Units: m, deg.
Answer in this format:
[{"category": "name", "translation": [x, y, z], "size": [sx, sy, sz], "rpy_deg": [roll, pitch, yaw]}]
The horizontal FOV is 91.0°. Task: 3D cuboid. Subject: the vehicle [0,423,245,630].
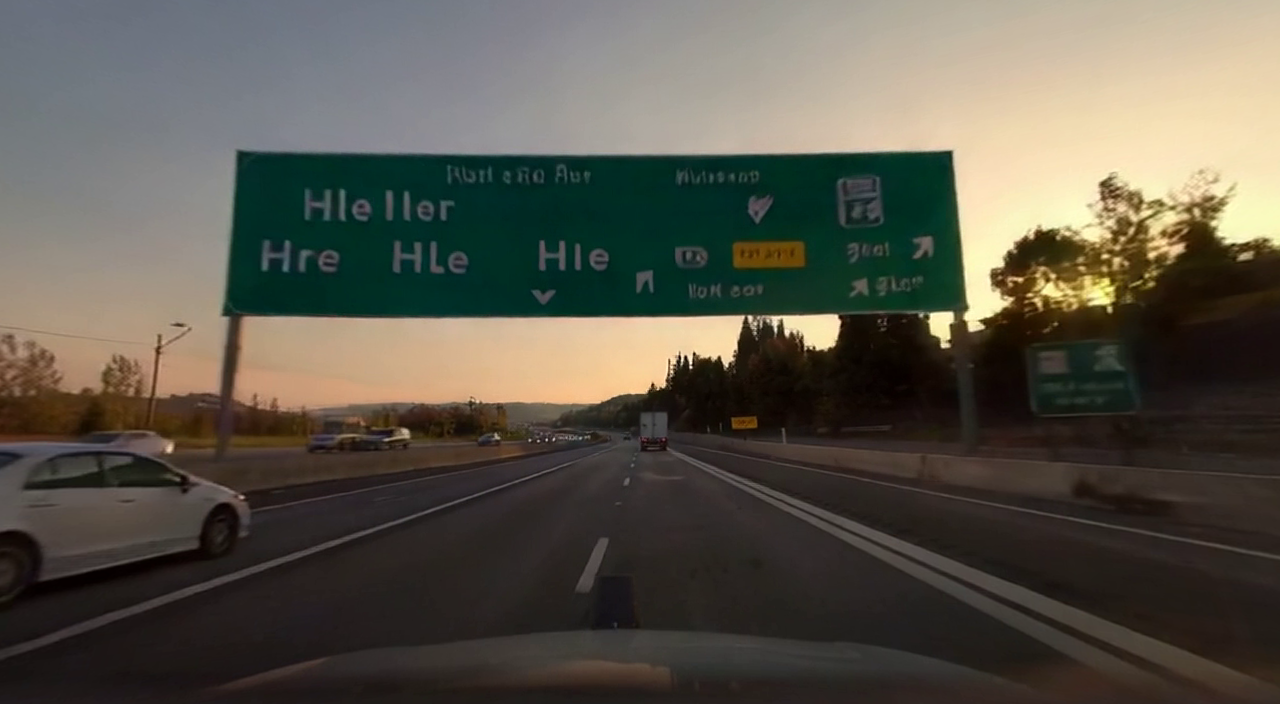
[{"category": "vehicle", "translation": [-5.821, 1.330, 4.877], "size": [2.227, 1.510, 5.036], "rpy_deg": [-1, -8, 0]}]
